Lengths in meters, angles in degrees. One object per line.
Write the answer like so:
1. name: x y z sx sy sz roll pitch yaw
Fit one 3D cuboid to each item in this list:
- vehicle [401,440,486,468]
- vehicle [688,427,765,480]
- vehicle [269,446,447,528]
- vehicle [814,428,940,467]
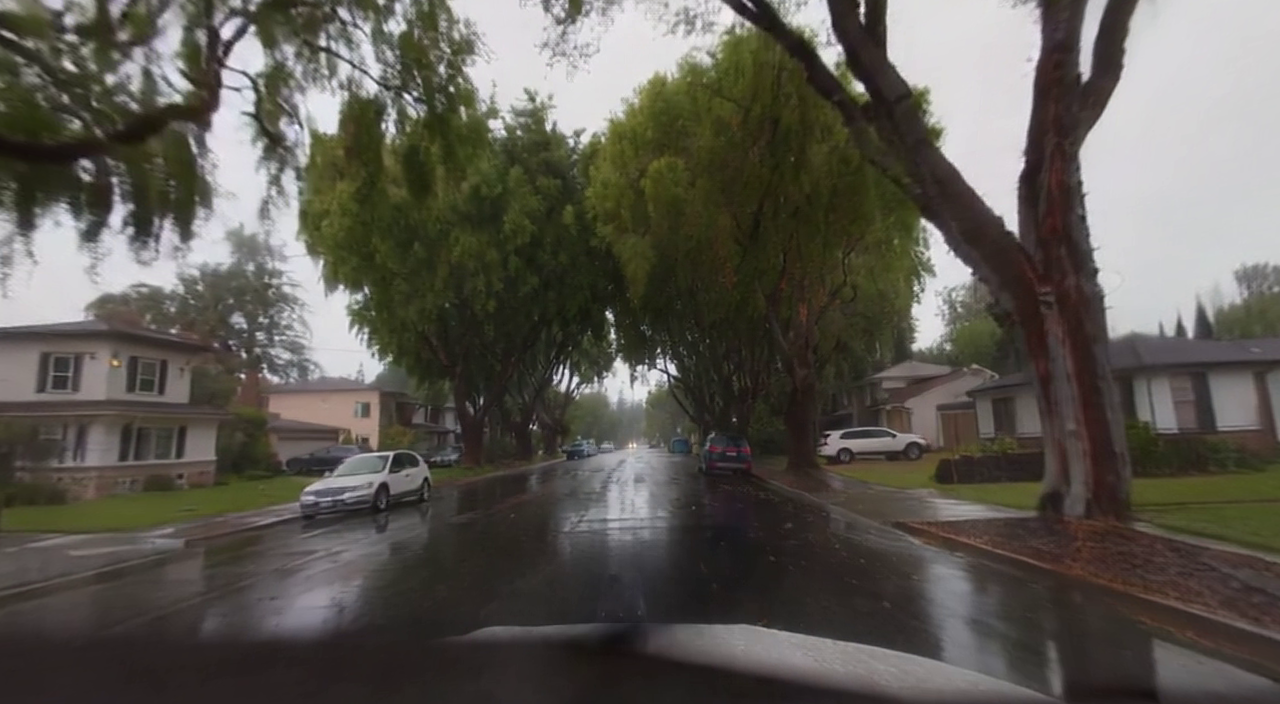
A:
1. vehicle: -12.941 6.738 41.837 4.928 1.797 1.981 0 -8 1
2. vehicle: 3.268 3.992 25.034 2.241 1.875 5.059 0 -8 -1
3. vehicle: -6.303 3.003 14.764 2.099 1.399 4.357 -4 -8 1
4. vehicle: 10.545 4.327 28.535 5.041 1.486 1.969 -4 -9 14
